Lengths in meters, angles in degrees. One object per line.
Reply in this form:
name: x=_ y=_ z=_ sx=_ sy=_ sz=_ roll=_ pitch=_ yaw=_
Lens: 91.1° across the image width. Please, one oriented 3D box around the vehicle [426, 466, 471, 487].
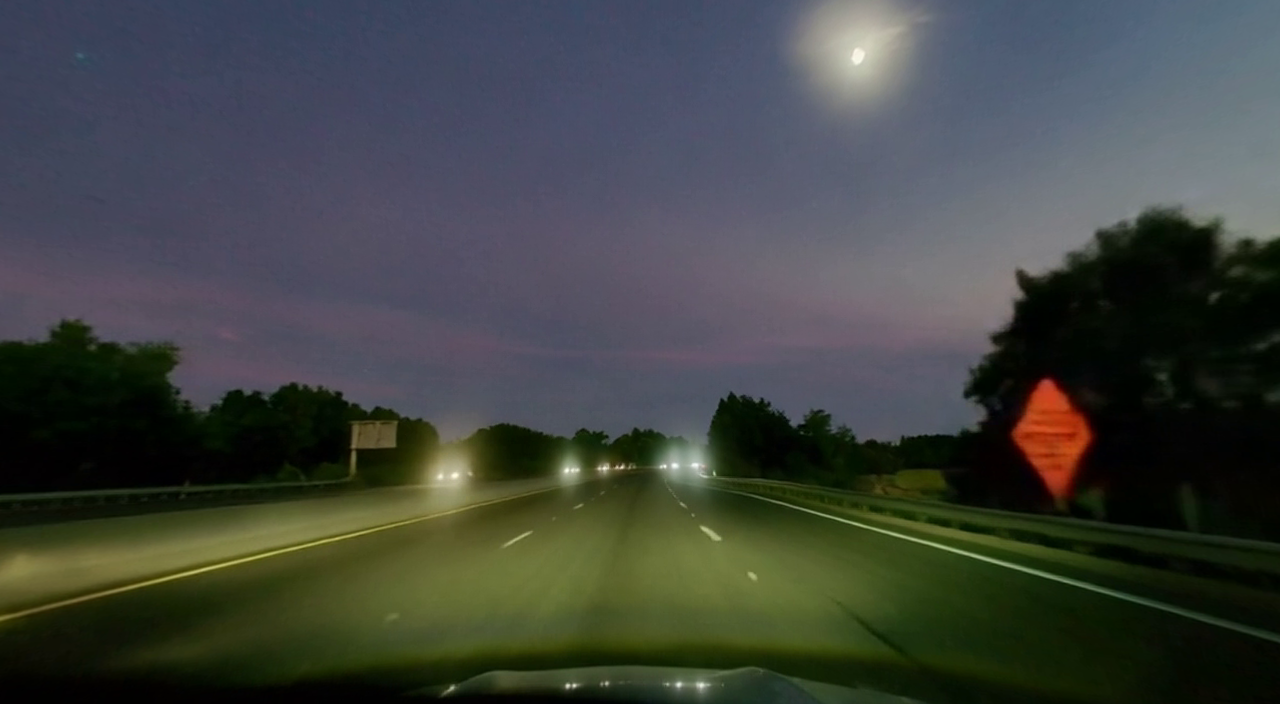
vehicle: x=-15.177 y=9.938 z=49.979 sx=1.950 sy=1.526 sz=4.557 roll=2 pitch=-12 yaw=2
